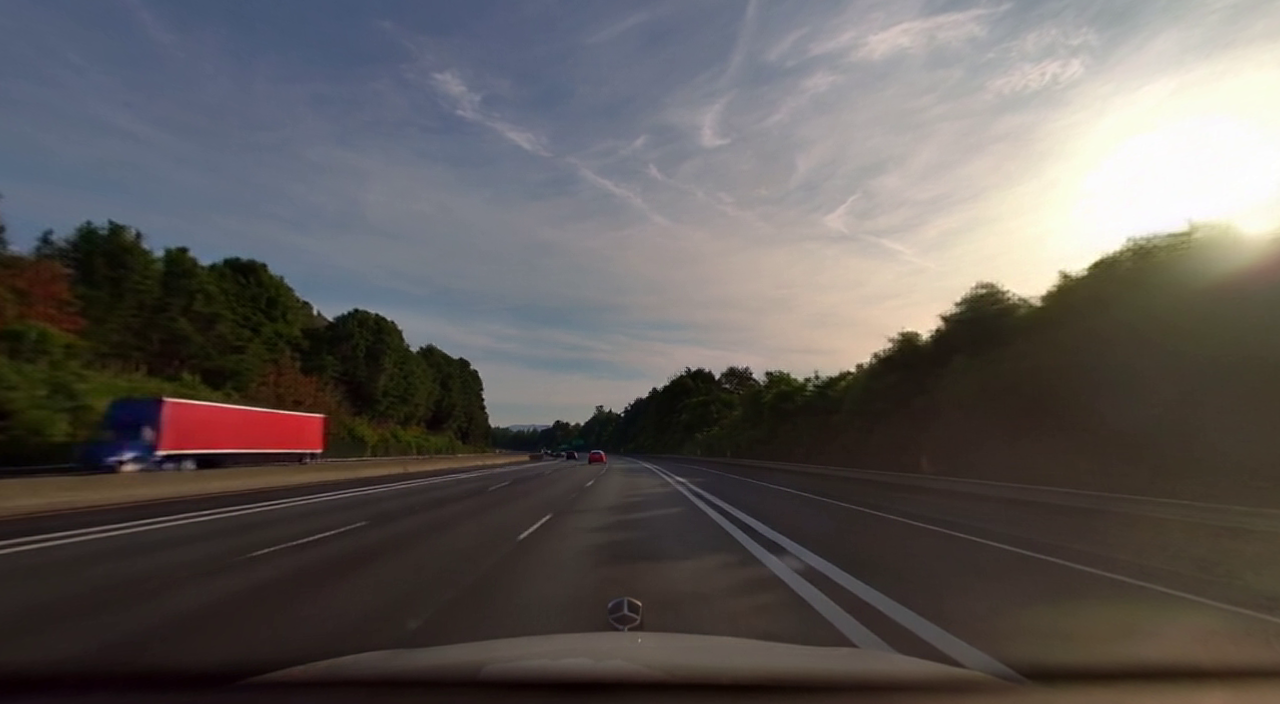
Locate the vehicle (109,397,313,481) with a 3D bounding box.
[{"bbox_3d":[-26.270,5.694,40.406,3.306,4.413,14.361,0,-9,-2],"label":"vehicle"}]

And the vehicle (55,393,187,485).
[{"bbox_3d":[-26.075,4.401,31.947,3.420,4.386,3.412,0,-9,-1],"label":"vehicle"}]
